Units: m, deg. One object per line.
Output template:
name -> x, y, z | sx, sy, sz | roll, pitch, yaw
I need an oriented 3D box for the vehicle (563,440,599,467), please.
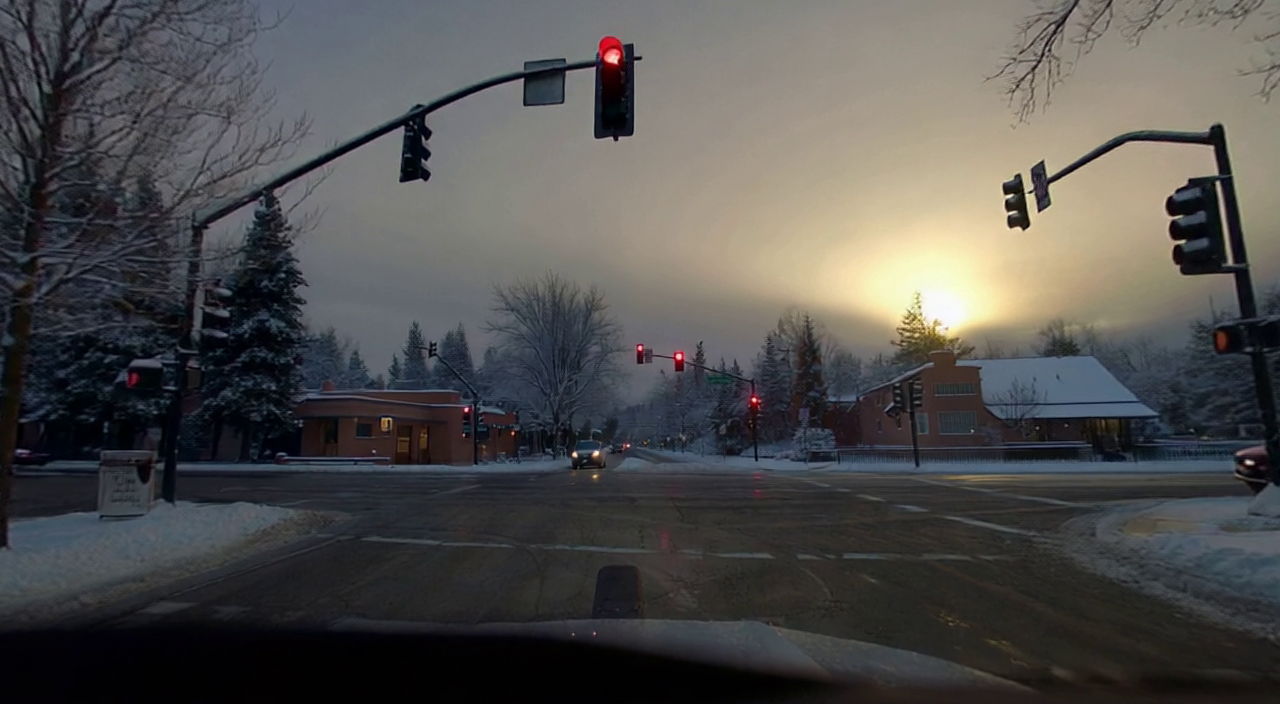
vehicle -> -4.061, 7.105, 44.308 | 2.251, 1.756, 4.610 | 0, -9, -2

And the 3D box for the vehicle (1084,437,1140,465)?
vehicle -> 27.015, 5.655, 36.114 | 2.092, 1.474, 4.046 | -8, -11, 41

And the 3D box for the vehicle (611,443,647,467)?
vehicle -> -0.803, 6.830, 41.992 | 2.056, 1.492, 3.937 | 1, -9, -6

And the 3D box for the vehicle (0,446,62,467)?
vehicle -> -42.199, 7.094, 42.973 | 4.628, 1.414, 1.897 | -2, -9, 14
